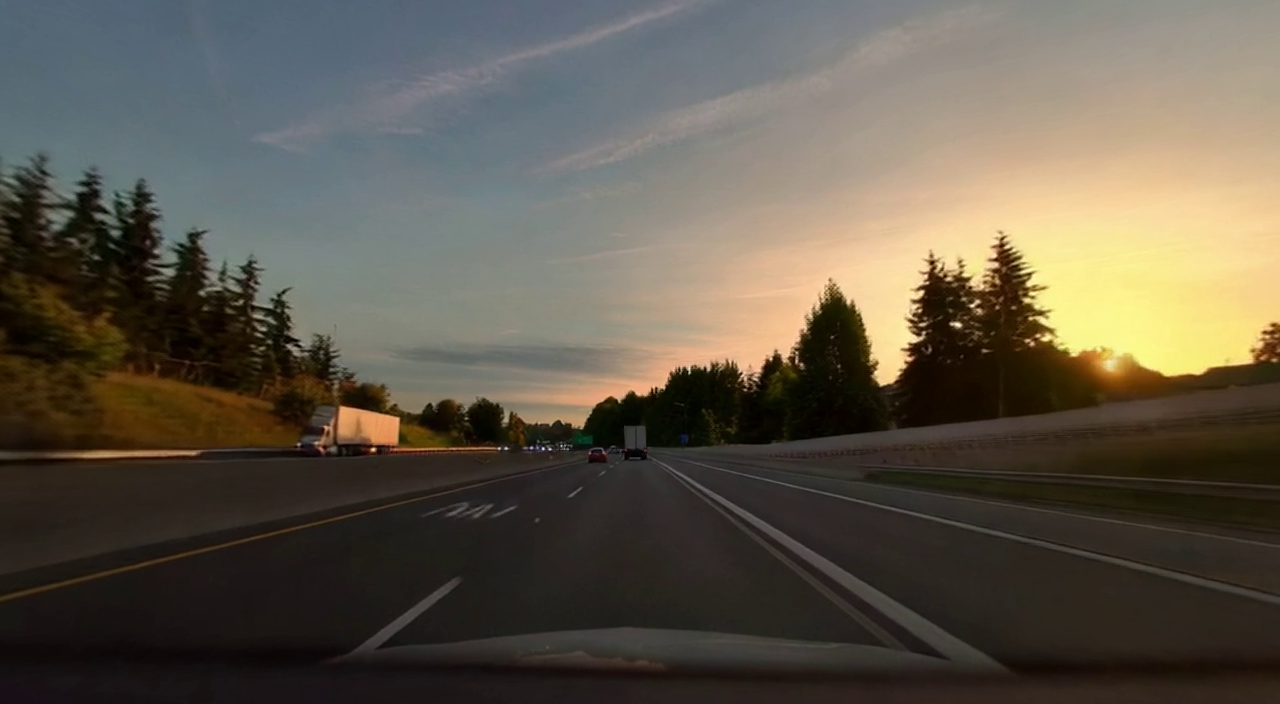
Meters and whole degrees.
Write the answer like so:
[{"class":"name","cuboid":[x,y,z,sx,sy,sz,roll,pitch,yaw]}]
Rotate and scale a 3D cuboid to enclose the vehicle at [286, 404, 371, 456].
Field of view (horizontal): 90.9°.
[{"class":"vehicle","cuboid":[-24.155,6.233,49.353,2.766,3.715,7.293,0,-9,0]}]
